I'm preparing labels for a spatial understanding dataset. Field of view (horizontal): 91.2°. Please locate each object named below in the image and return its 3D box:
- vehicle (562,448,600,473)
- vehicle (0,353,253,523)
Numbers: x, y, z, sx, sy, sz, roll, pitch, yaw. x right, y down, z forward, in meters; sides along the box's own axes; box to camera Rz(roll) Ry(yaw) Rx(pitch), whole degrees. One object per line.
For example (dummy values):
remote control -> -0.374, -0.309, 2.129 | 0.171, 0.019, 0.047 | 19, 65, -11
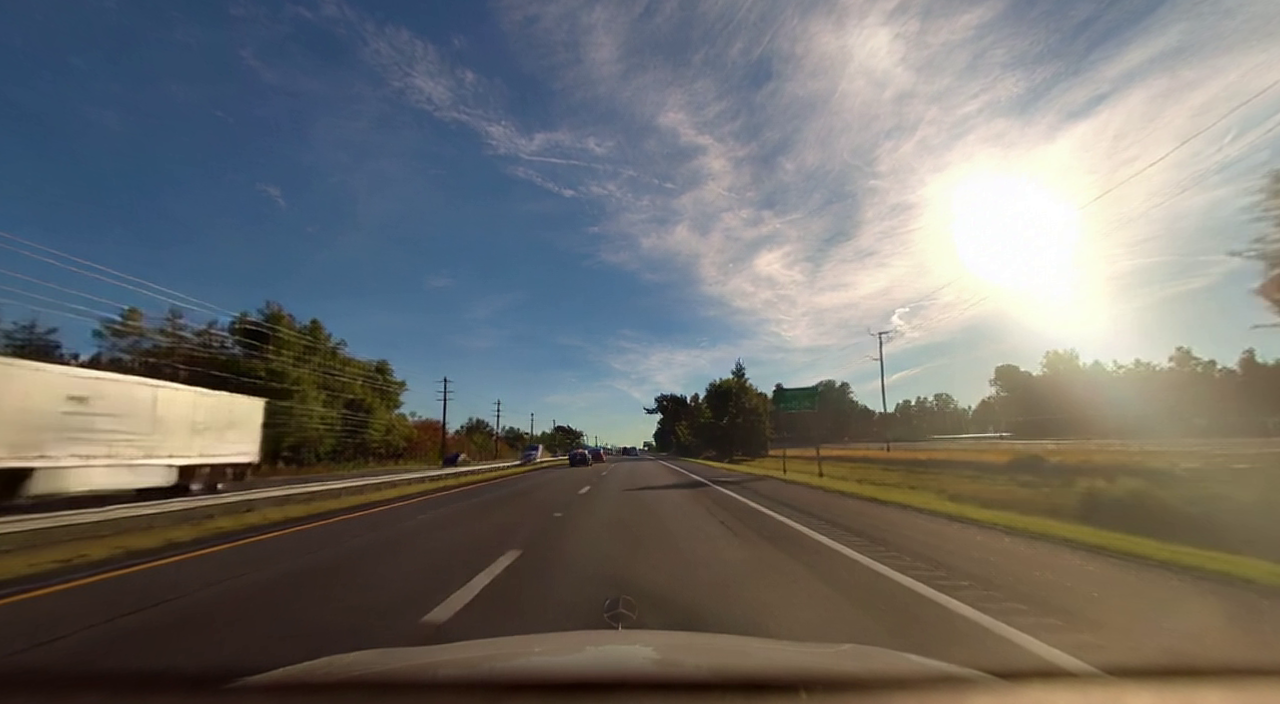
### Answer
vehicle -> -3.836, 7.150, 41.582 | 2.123, 1.545, 4.404 | 0, -9, 0
vehicle -> -16.929, 2.520, 17.916 | 2.879, 4.041, 14.093 | 0, -9, -1
